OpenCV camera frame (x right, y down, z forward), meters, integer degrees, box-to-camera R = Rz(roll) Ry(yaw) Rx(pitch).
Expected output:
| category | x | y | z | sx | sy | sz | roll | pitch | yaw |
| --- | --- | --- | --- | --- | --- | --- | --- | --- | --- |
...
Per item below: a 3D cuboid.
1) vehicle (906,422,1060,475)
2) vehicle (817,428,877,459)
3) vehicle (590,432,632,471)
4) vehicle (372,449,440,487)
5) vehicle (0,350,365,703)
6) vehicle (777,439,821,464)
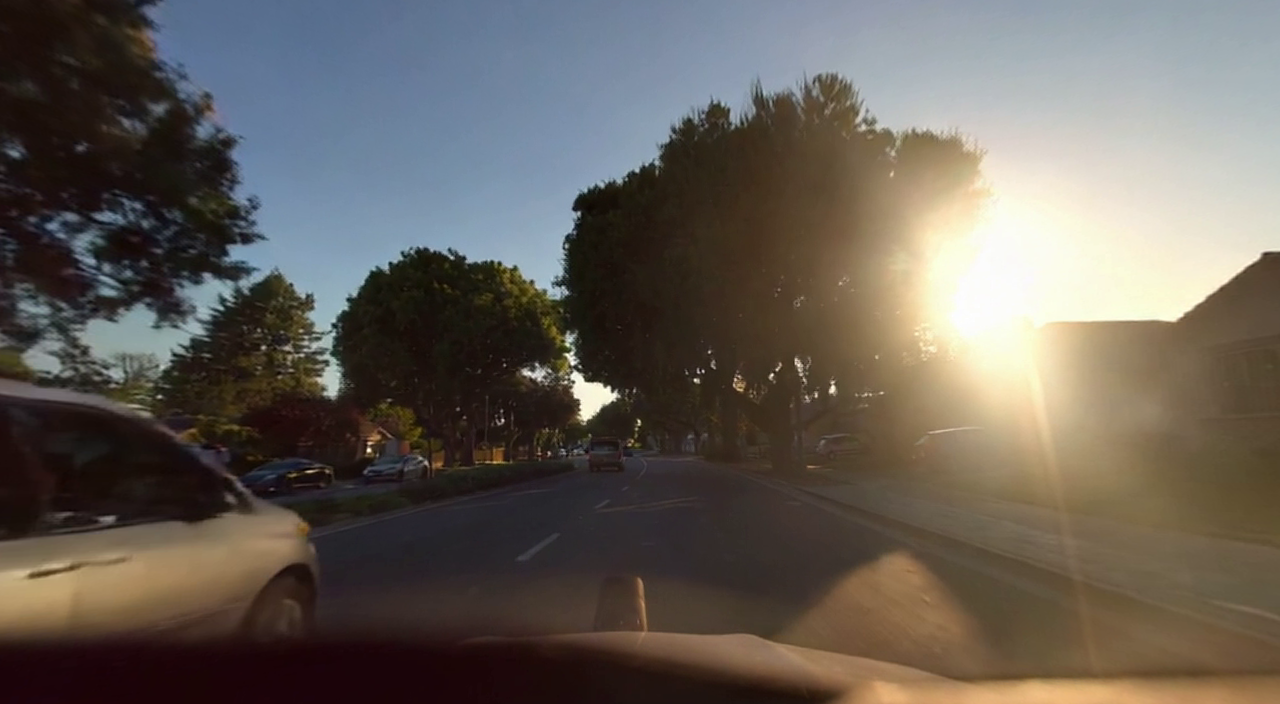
| category | x | y | z | sx | sy | sz | roll | pitch | yaw |
| --- | --- | --- | --- | --- | --- | --- | --- | --- | --- |
| vehicle | 11.917 | 3.375 | 22.201 | 4.249 | 1.550 | 1.843 | -3 | -8 | 3 |
| vehicle | 12.970 | 5.785 | 39.898 | 2.138 | 1.850 | 4.930 | 0 | -9 | 0 |
| vehicle | -1.622 | 5.832 | 37.167 | 2.085 | 2.084 | 5.133 | 0 | -9 | 2 |
| vehicle | -12.321 | 6.083 | 33.551 | 2.002 | 1.598 | 4.366 | -5 | -8 | -1 |
| vehicle | -2.929 | 0.768 | 1.607 | 2.205 | 1.590 | 4.852 | 0 | -9 | 1 |
| vehicle | 10.079 | 6.345 | 40.410 | 1.897 | 1.524 | 4.604 | -1 | -8 | 4 |
